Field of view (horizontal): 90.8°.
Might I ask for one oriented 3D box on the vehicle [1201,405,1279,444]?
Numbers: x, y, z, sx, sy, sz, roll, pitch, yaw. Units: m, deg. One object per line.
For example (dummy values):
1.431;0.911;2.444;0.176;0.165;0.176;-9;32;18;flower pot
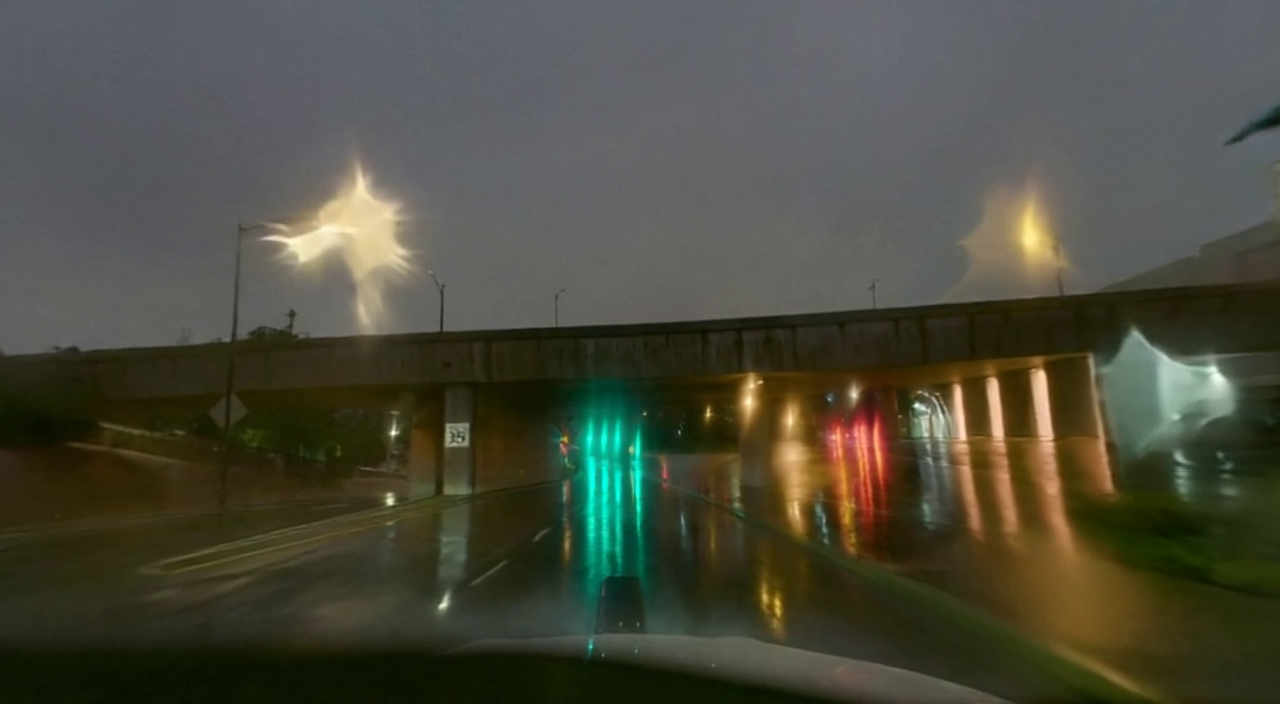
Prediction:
25.298;2.933;25.165;1.931;1.465;4.207;0;-8;-2;vehicle
